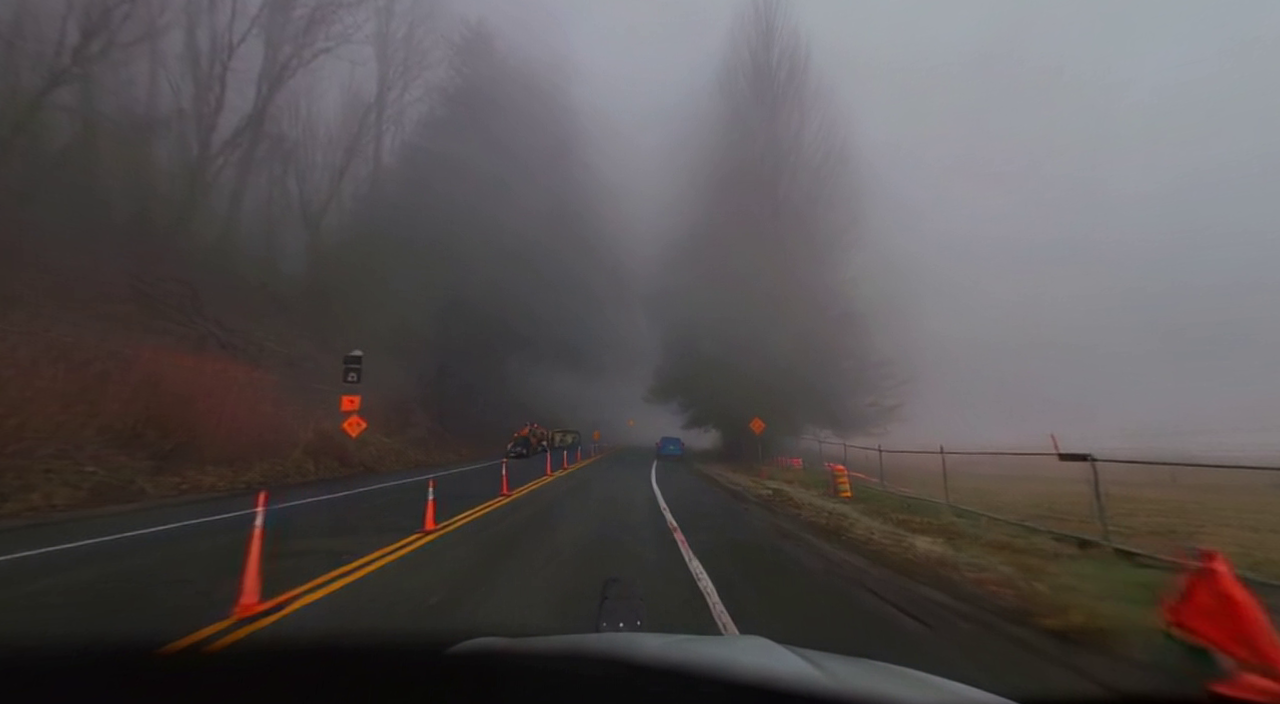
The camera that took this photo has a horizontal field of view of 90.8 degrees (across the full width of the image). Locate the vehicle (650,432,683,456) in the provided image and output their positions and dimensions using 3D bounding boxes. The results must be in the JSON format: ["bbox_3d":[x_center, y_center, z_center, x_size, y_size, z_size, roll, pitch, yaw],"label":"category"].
[{"bbox_3d":[1.785,6.226,42.665,2.172,1.486,3.581,0,-9,2],"label":"vehicle"}]
